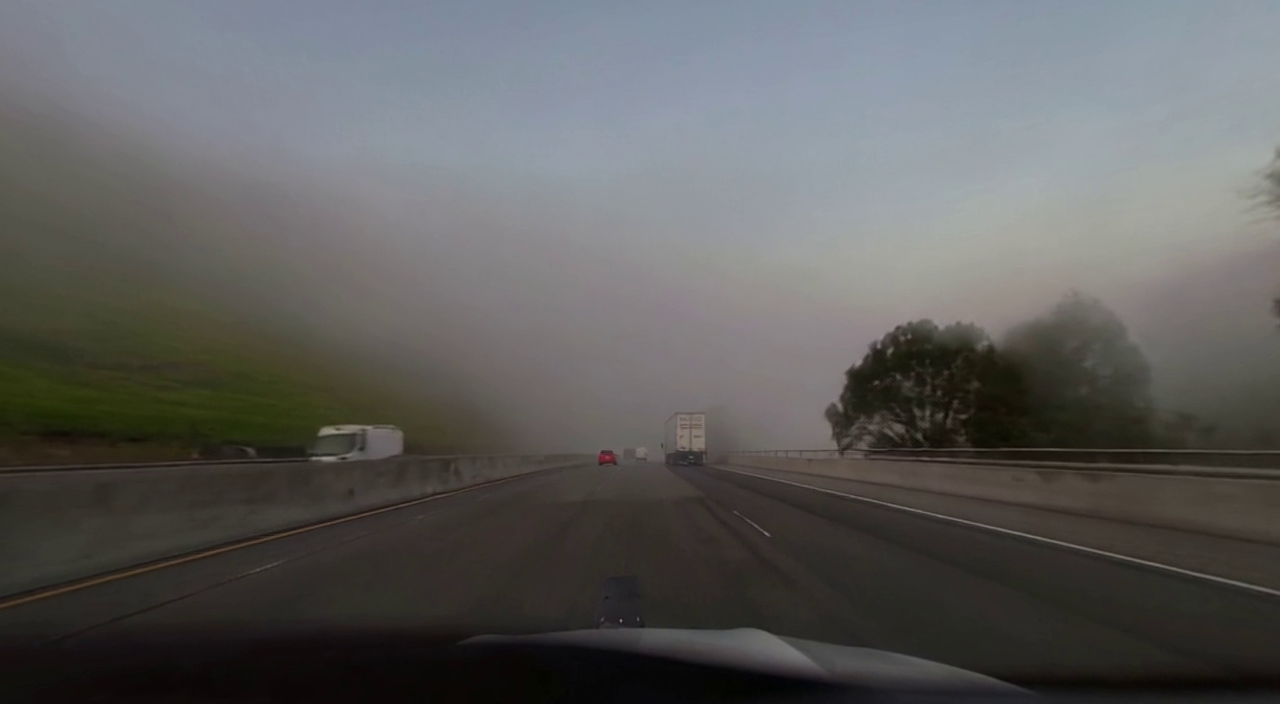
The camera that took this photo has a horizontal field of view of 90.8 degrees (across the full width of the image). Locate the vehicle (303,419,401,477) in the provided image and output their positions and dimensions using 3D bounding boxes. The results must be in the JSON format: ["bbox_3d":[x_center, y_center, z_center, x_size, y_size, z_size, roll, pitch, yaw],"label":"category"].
[{"bbox_3d":[-18.509,6.266,41.193,2.637,3.409,7.744,0,-9,0],"label":"vehicle"}]
